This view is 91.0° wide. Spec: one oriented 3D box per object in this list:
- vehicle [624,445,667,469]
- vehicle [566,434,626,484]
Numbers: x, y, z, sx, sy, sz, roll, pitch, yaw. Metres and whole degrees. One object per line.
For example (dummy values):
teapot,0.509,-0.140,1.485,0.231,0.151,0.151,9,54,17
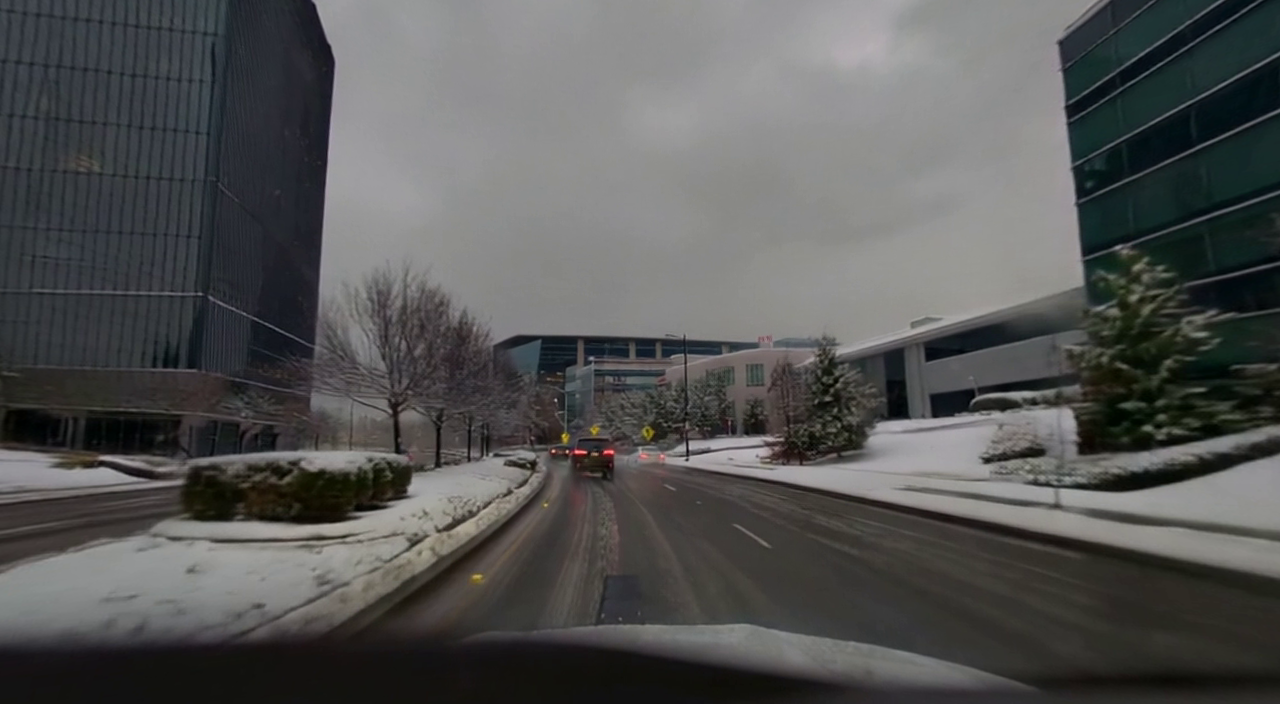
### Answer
vehicle,0.309,7.014,42.250,2.116,1.506,4.355,2,-9,-10
vehicle,-1.814,4.180,24.911,2.173,1.761,4.374,1,-9,-6
